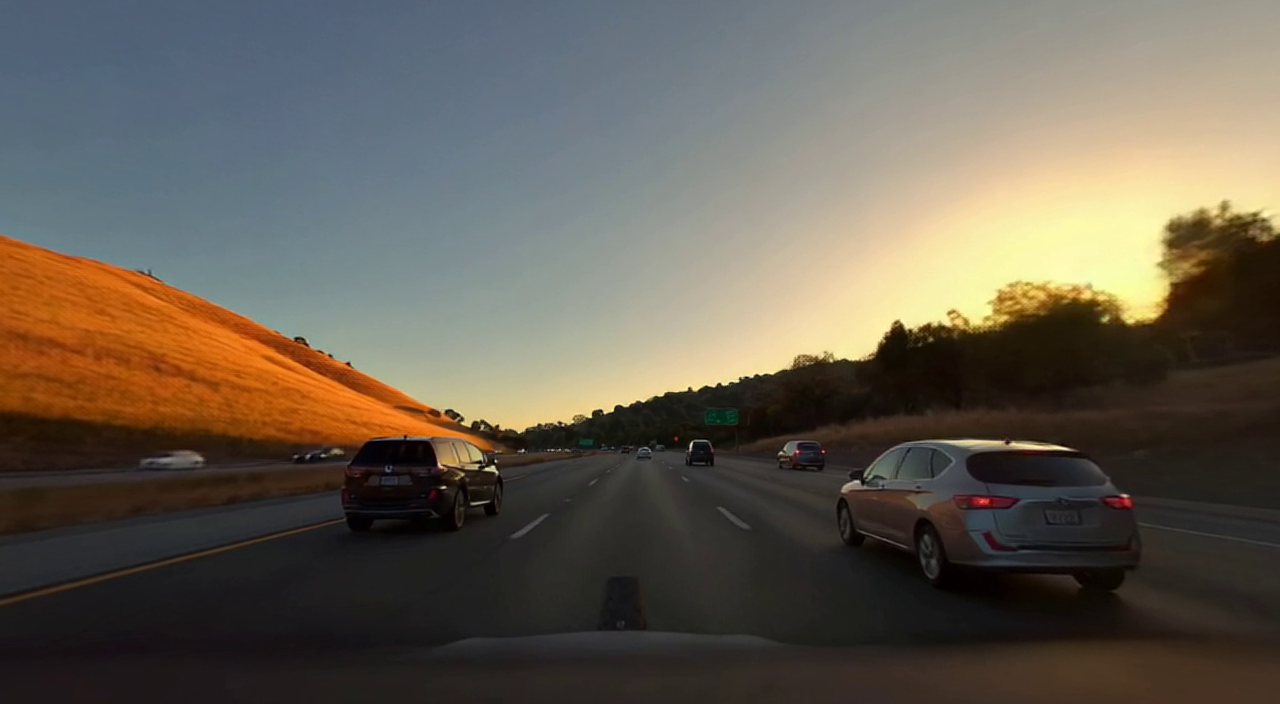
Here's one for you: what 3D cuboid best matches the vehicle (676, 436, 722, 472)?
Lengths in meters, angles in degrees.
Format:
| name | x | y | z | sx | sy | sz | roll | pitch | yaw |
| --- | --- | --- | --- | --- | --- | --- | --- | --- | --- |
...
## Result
| name | x | y | z | sx | sy | sz | roll | pitch | yaw |
| --- | --- | --- | --- | --- | --- | --- | --- | --- | --- |
| vehicle | 3.300 | 5.831 | 36.243 | 2.121 | 1.925 | 5.056 | 0 | -8 | -1 |

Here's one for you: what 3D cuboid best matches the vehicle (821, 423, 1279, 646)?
| name | x | y | z | sx | sy | sz | roll | pitch | yaw |
| --- | --- | --- | --- | --- | --- | --- | --- | --- | --- |
| vehicle | 3.468 | 1.555 | 6.466 | 1.941 | 1.481 | 4.300 | 0 | -8 | 0 |

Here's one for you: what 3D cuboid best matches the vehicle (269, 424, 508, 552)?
| name | x | y | z | sx | sy | sz | roll | pitch | yaw |
| --- | --- | --- | --- | --- | --- | --- | --- | --- | --- |
| vehicle | -3.833 | 2.146 | 10.677 | 2.166 | 1.672 | 4.388 | 0 | -8 | 1 |

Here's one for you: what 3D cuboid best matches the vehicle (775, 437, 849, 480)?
| name | x | y | z | sx | sy | sz | roll | pitch | yaw |
| --- | --- | --- | --- | --- | --- | --- | --- | --- | --- |
| vehicle | 7.501 | 4.692 | 28.030 | 1.998 | 1.717 | 4.338 | 0 | -8 | -1 |
